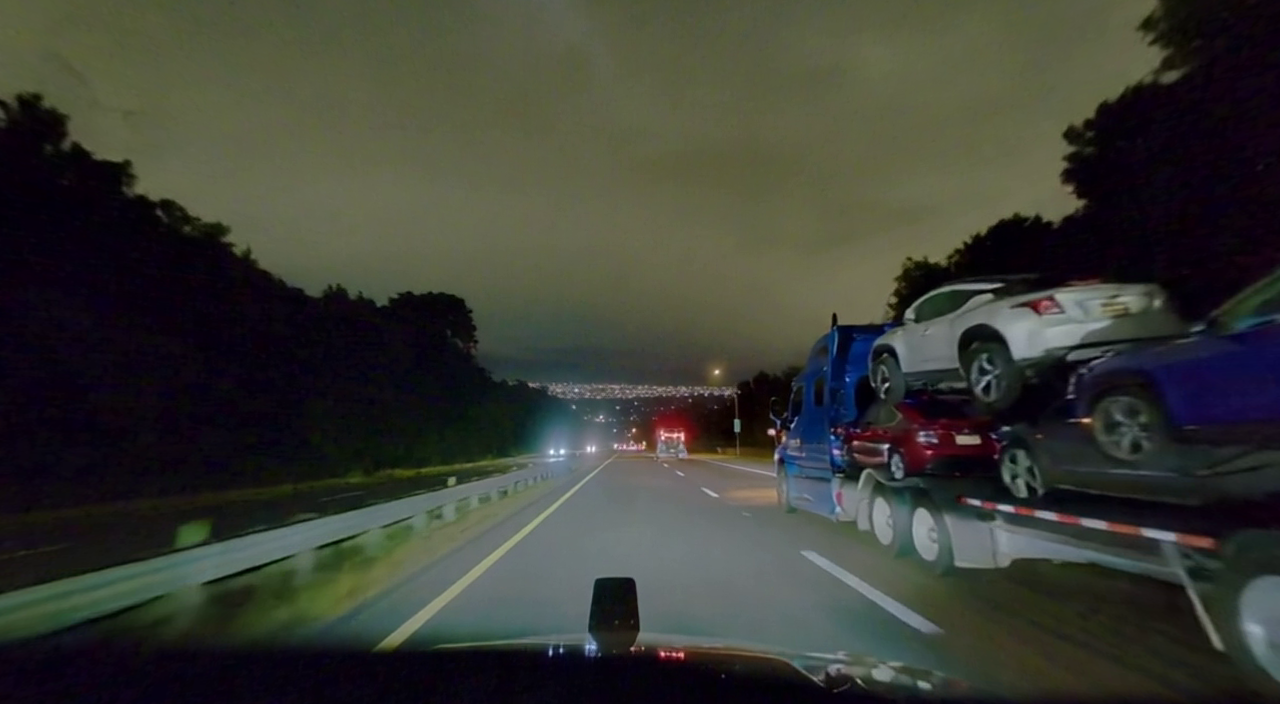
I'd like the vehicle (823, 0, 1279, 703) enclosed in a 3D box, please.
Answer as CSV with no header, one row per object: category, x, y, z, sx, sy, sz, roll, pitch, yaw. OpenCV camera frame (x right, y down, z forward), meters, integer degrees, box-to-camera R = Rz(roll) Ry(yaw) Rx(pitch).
vehicle,4.379,-0.398,0.579,2.846,3.782,16.985,0,-8,-2
